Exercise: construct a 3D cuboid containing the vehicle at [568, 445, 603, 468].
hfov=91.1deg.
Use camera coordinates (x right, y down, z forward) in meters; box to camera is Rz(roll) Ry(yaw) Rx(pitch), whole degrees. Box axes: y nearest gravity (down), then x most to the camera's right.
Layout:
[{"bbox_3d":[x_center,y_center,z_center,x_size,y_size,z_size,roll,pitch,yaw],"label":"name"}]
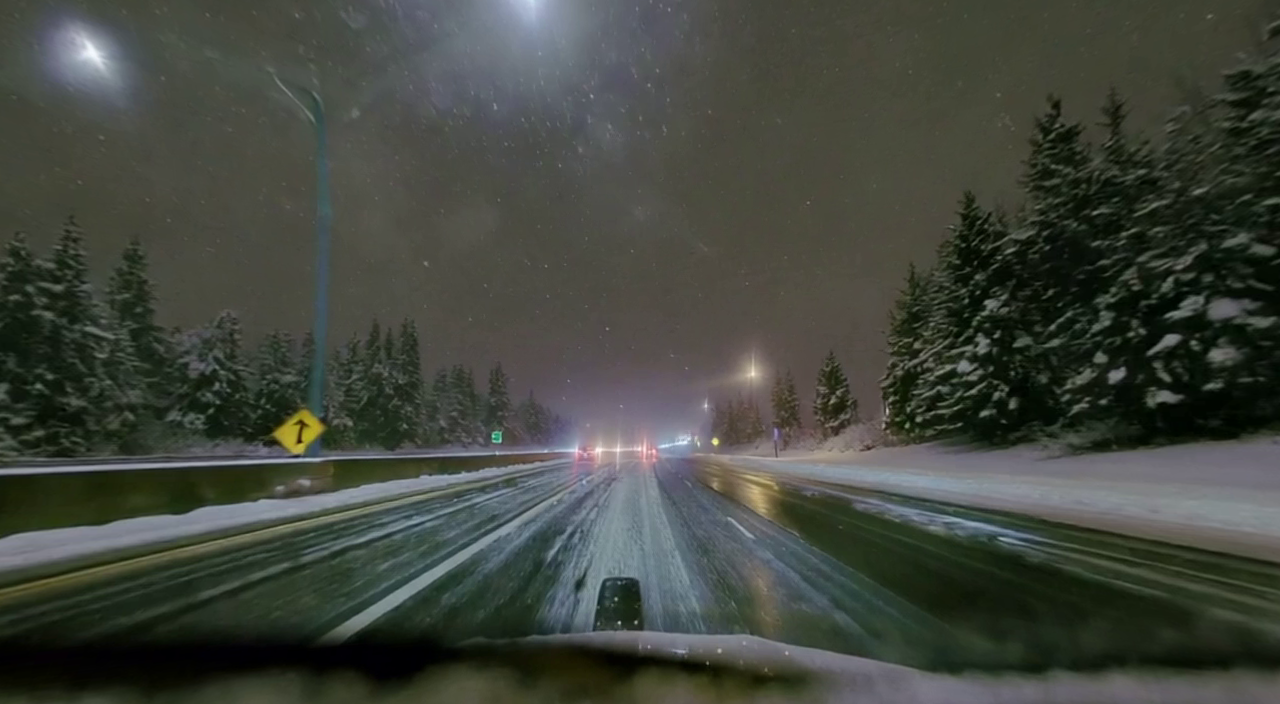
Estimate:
[{"bbox_3d":[-3.770,7.308,44.224,2.001,1.521,3.900,0,-9,1],"label":"vehicle"}]
